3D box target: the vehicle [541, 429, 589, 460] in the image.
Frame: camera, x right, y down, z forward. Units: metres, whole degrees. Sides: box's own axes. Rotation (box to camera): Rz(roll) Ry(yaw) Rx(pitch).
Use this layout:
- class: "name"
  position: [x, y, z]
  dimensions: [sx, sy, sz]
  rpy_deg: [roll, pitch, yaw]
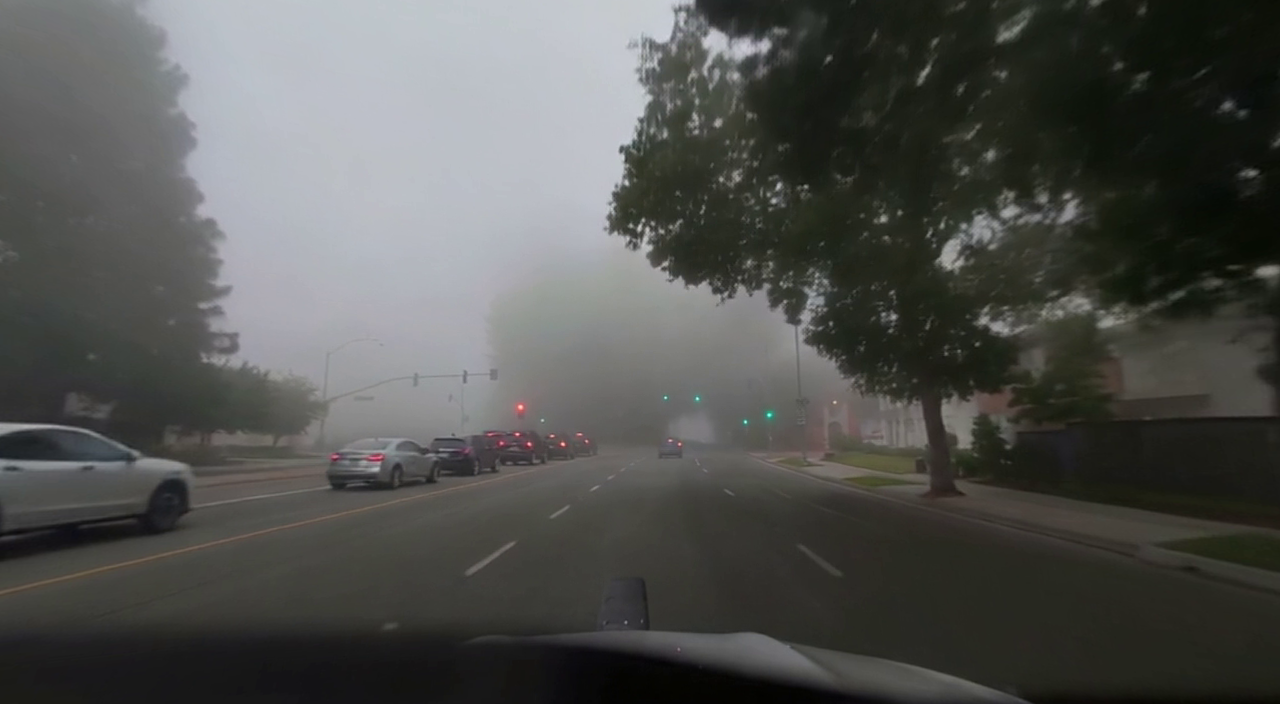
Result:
- class: "vehicle"
  position: [-4.853, 6.117, 41.618]
  dimensions: [2.111, 1.864, 4.932]
  rpy_deg: [0, -8, 5]

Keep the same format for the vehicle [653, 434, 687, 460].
- class: "vehicle"
  position: [2.140, 6.560, 43.743]
  dimensions: [2.197, 1.682, 3.642]
  rpy_deg: [0, -8, 5]

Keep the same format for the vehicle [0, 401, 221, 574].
- class: "vehicle"
  position: [-6.933, 1.362, 6.597]
  dimensions: [1.988, 1.597, 4.404]
  rpy_deg: [0, -8, 1]

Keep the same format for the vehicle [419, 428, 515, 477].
- class: "vehicle"
  position: [-6.399, 3.796, 23.982]
  dimensions: [2.121, 1.630, 4.642]
  rpy_deg: [0, -8, 3]

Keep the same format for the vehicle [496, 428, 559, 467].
- class: "vehicle"
  position: [-5.668, 4.904, 32.494]
  dimensions: [1.951, 1.809, 4.917]
  rpy_deg: [0, -8, 5]

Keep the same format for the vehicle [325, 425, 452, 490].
- class: "vehicle"
  position: [-6.911, 2.939, 17.787]
  dimensions: [1.870, 1.616, 3.765]
  rpy_deg: [0, -8, 3]
